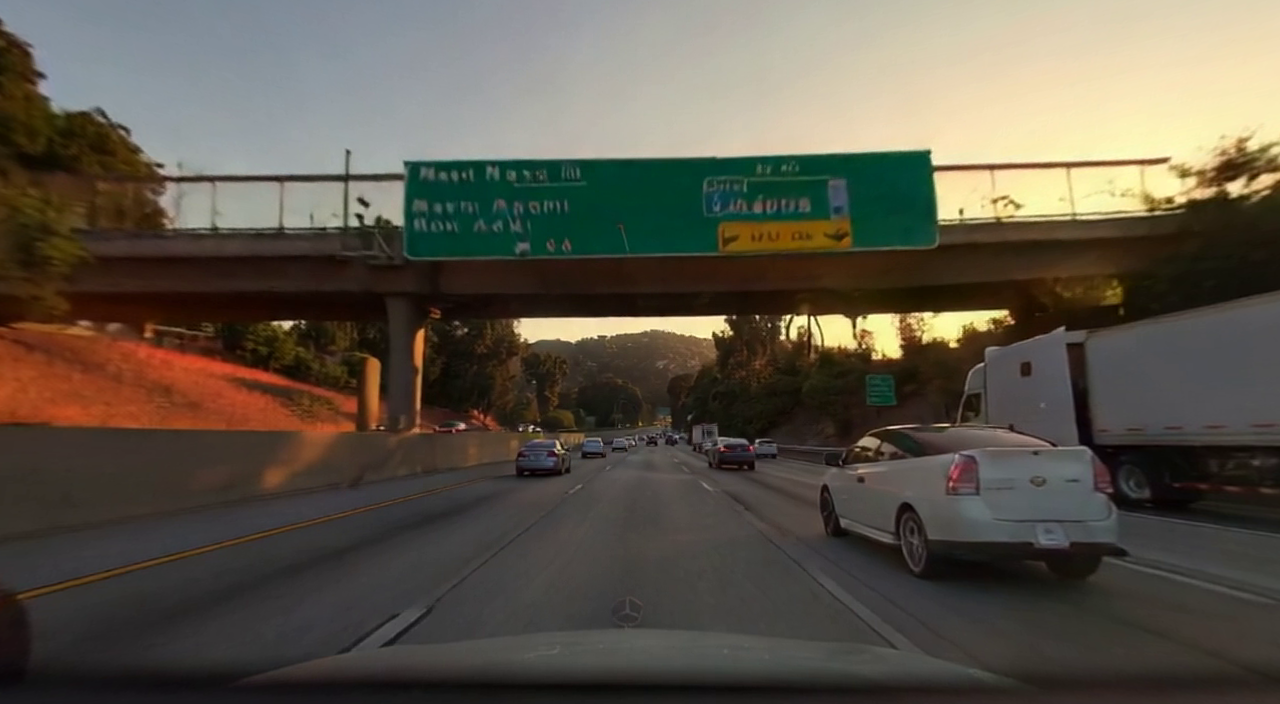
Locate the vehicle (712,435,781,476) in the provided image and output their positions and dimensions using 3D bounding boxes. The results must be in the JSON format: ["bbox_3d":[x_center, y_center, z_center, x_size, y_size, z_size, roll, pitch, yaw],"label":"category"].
[{"bbox_3d":[4.079,4.030,24.783,1.953,1.480,4.053,0,-8,-1],"label":"vehicle"}]

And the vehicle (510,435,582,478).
[{"bbox_3d":[-3.469,3.925,23.993,1.978,1.473,4.073,0,-8,2],"label":"vehicle"}]

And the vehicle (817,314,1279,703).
[{"bbox_3d":[3.715,1.161,5.867,2.517,1.935,5.552,0,-8,0],"label":"vehicle"}]

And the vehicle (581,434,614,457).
[{"bbox_3d":[-3.123,6.979,47.143,2.020,1.628,4.248,0,-8,1],"label":"vehicle"}]

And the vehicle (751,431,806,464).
[{"bbox_3d":[7.740,5.403,35.686,2.041,1.712,4.374,0,-8,-1],"label":"vehicle"}]
